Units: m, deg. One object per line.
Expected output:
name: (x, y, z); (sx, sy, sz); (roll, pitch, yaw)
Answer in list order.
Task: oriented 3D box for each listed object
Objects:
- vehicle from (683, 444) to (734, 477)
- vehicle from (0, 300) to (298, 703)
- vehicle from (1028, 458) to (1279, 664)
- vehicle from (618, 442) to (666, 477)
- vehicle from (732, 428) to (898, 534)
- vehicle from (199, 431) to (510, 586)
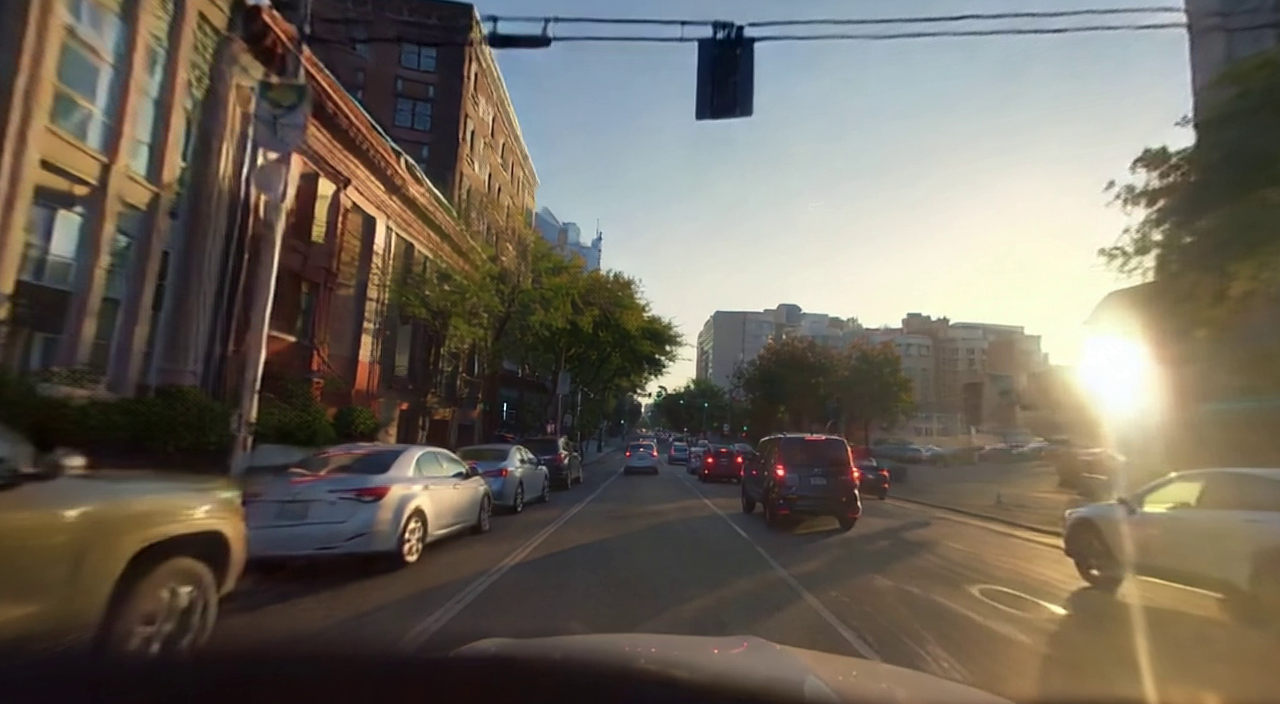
vehicle: (3.288, 5.313, 30.963); (1.966, 1.475, 4.528); (0, -8, -1)
vehicle: (-3.413, 0.613, 1.477); (2.142, 1.832, 5.373); (0, -8, 0)
vehicle: (6.302, 1.973, 6.536); (1.913, 1.624, 4.116); (0, -8, 1)
vehicle: (0.112, 4.833, 28.544); (2.007, 1.460, 3.923); (0, -8, 1)
vehicle: (3.194, 2.452, 12.569); (2.002, 1.707, 4.547); (0, -8, 0)
vehicle: (-3.233, 1.838, 8.320); (1.863, 1.466, 4.416); (0, -8, 3)
